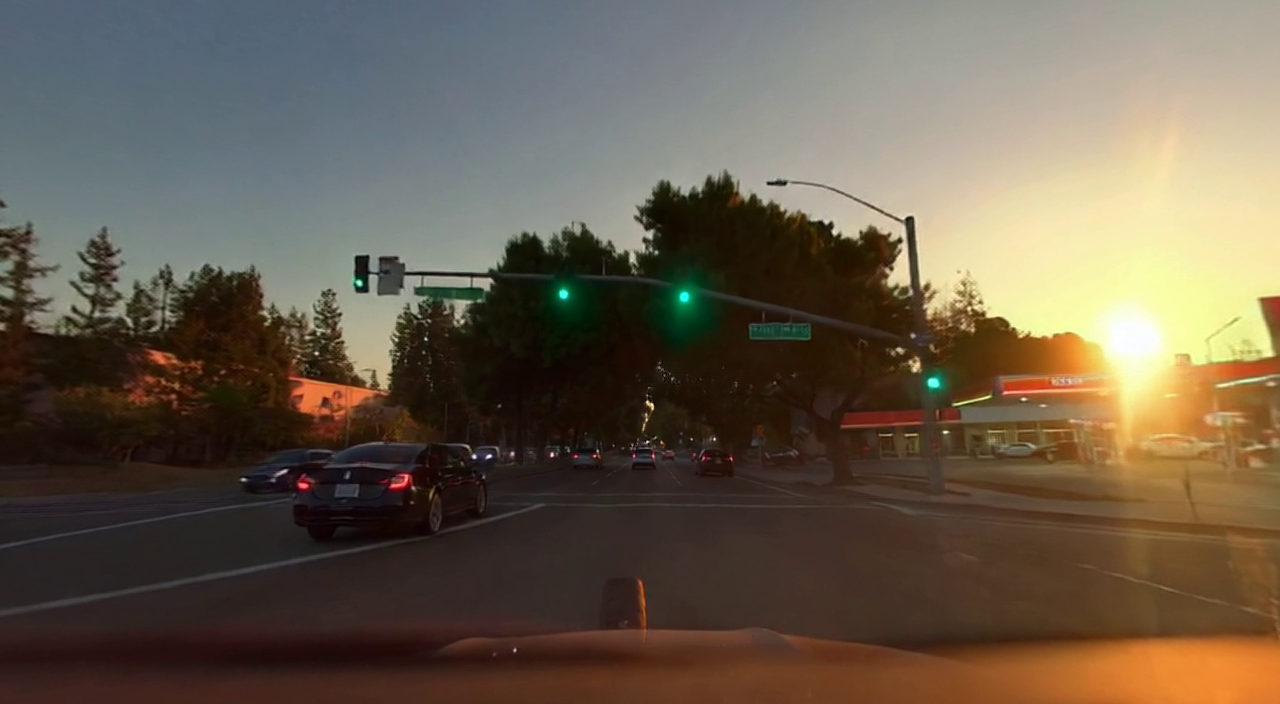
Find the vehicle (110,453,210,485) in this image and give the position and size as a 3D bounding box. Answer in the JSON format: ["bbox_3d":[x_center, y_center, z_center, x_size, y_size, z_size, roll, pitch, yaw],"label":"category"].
[{"bbox_3d":[-32.997,8.033,43.648,2.197,1.842,5.801,0,-8,2],"label":"vehicle"}]

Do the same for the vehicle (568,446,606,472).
[{"bbox_3d":[-3.151,6.488,38.342,1.841,1.474,4.038,0,-8,2],"label":"vehicle"}]

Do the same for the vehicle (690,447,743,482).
[{"bbox_3d":[3.411,5.074,28.816,1.883,1.465,3.975,0,-8,0],"label":"vehicle"}]

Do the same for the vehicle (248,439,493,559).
[{"bbox_3d":[-3.878,2.151,10.089,1.803,1.463,4.422,0,-8,2],"label":"vehicle"}]
